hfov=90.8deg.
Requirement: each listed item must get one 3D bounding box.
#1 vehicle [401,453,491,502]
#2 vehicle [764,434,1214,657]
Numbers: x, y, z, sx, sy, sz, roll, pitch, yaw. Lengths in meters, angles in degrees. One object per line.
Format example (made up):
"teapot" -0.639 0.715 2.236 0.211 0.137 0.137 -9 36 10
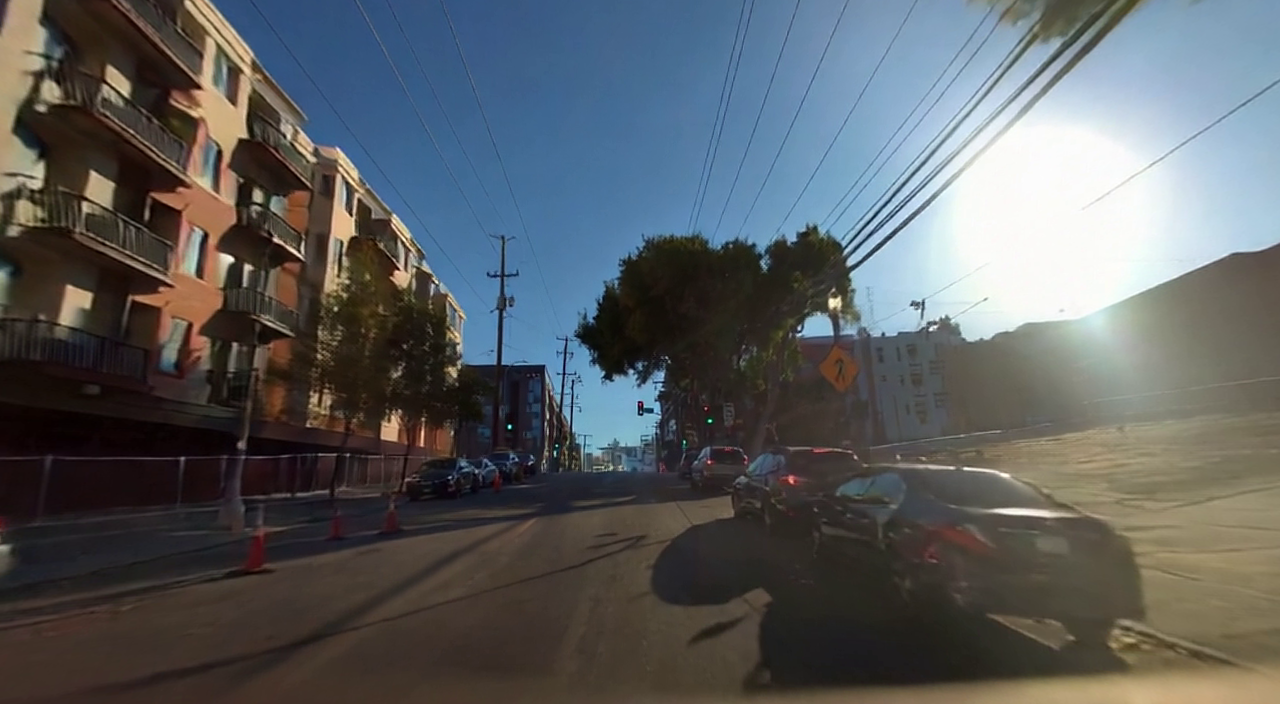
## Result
"vehicle" -6.659 4.330 22.215 1.968 1.450 4.271 0 -8 -2
"vehicle" 2.872 1.677 6.769 2.010 1.499 4.754 0 -8 -1
